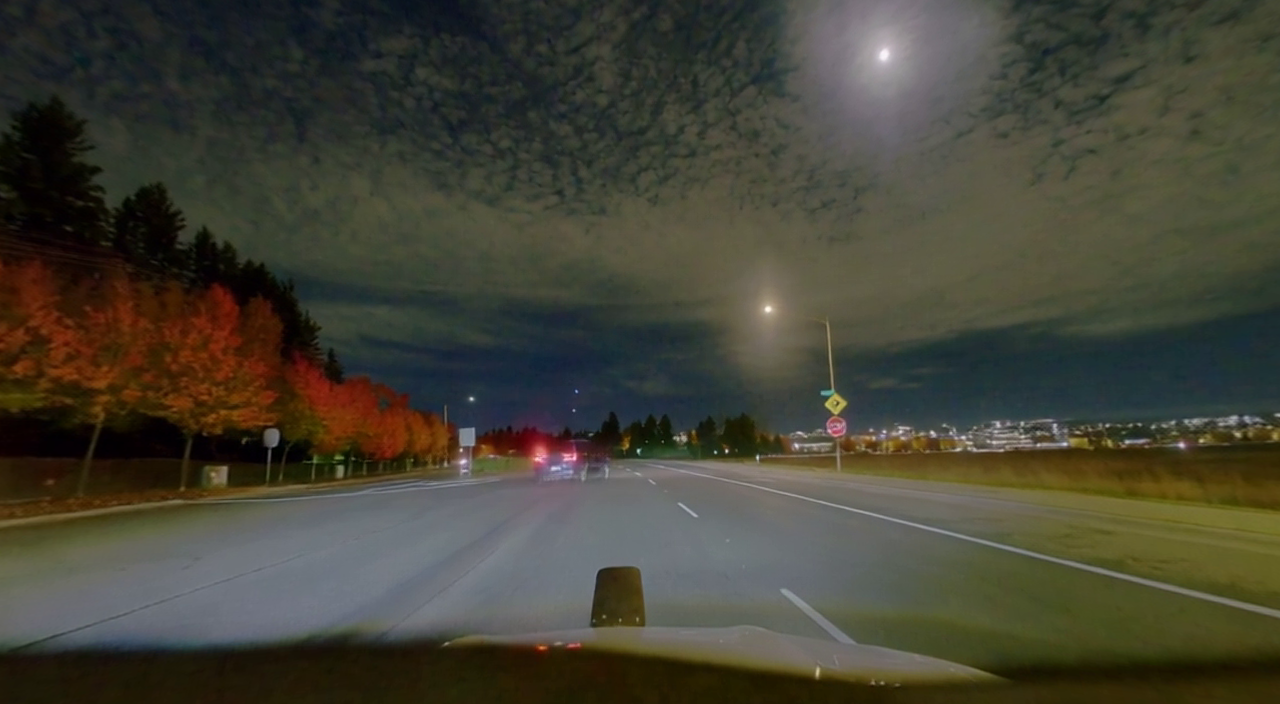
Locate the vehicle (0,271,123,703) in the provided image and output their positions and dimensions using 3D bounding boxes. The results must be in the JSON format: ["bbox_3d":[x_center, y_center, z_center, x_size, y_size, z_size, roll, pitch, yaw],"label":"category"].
[{"bbox_3d":[-3.568,0.425,0.645,2.145,2.038,4.656,0,-9,-2],"label":"vehicle"}]

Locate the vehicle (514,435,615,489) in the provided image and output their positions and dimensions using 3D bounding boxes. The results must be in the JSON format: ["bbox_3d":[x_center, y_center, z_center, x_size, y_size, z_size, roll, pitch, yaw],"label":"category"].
[{"bbox_3d":[-3.012,4.595,26.769,2.284,2.012,5.607,-2,-9,15],"label":"vehicle"}]
